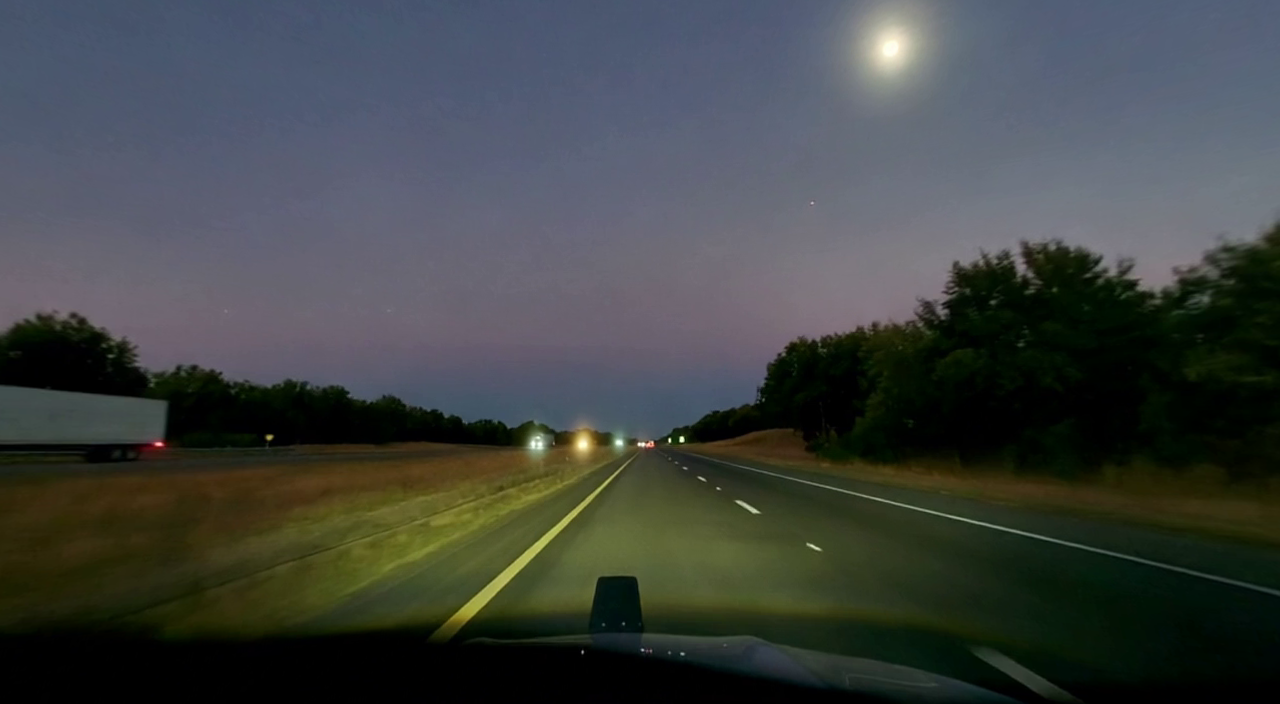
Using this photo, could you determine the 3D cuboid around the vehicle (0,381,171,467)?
[{"bbox_3d":[-32.414,3.965,33.700,2.862,4.105,15.410,0,-8,0],"label":"vehicle"}]
